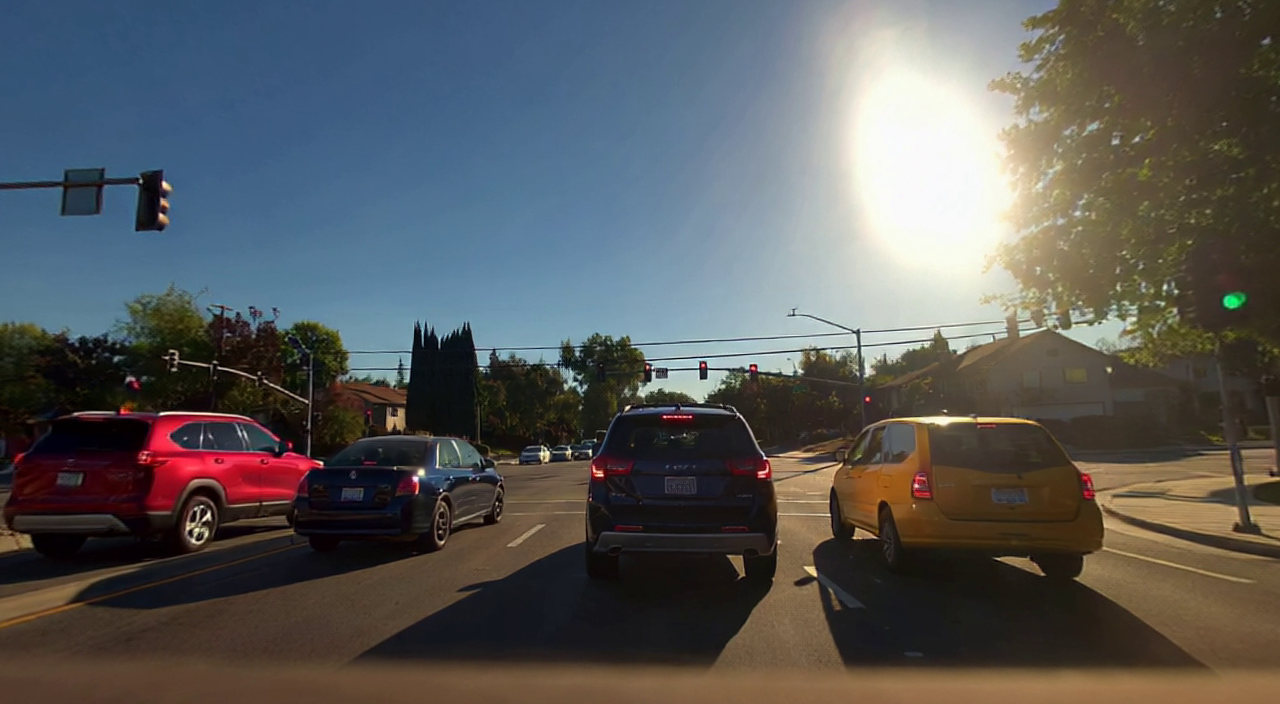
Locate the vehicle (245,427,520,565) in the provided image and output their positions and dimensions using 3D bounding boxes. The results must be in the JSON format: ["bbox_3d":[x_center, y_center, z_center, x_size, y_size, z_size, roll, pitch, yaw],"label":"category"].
[{"bbox_3d":[-3.241,1.884,9.098,1.885,1.475,4.359,-1,-8,4],"label":"vehicle"}]

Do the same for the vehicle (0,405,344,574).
[{"bbox_3d":[-6.631,1.827,9.241,2.075,1.796,4.785,0,-8,2],"label":"vehicle"}]

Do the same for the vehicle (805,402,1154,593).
[{"bbox_3d":[3.522,1.587,7.746,2.047,1.638,4.395,-1,-8,4],"label":"vehicle"}]

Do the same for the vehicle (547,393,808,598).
[{"bbox_3d":[0.390,1.517,7.487,2.198,1.708,4.170,0,-8,2],"label":"vehicle"}]
